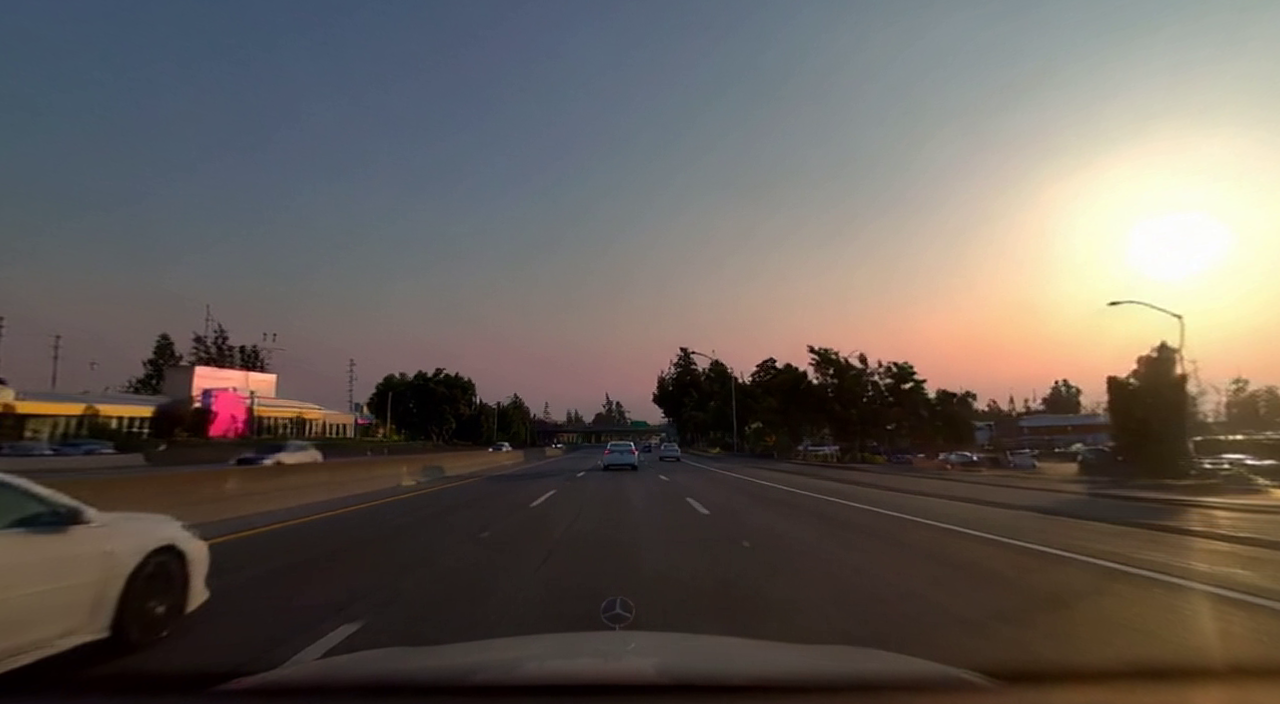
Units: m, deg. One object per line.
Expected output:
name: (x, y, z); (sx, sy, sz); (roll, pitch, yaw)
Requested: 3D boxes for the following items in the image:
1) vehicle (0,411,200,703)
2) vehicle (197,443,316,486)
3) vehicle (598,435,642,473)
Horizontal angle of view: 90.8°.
vehicle: (-4.102, 0.910, 2.214); (1.907, 1.483, 4.562); (0, -9, -1)
vehicle: (-15.446, 4.536, 25.808); (2.011, 1.549, 4.511); (0, -9, 0)
vehicle: (-1.024, 5.386, 33.446); (2.155, 1.856, 4.796); (0, -9, 0)
